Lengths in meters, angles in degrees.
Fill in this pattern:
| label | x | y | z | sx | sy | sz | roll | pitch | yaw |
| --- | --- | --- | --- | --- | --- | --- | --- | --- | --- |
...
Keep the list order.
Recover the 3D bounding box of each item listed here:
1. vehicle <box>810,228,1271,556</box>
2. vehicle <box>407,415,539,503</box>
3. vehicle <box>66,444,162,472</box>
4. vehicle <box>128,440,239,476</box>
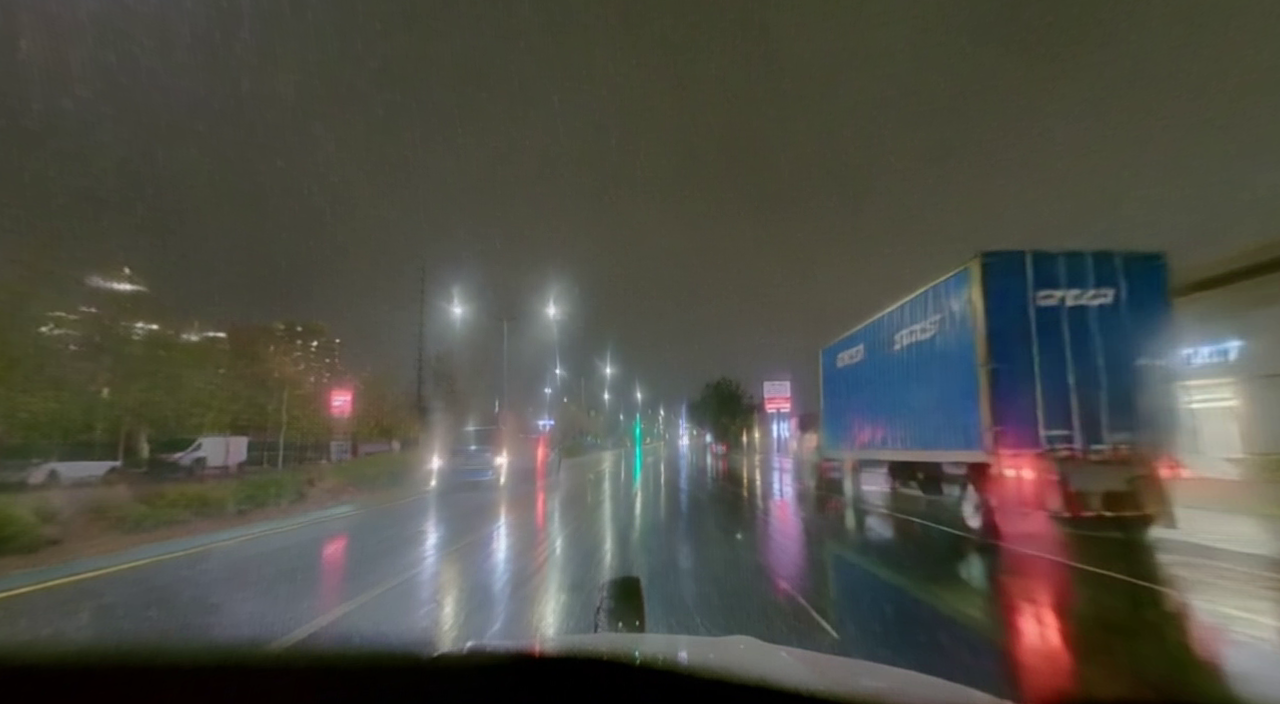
| label | x | y | z | sx | sy | sz | roll | pitch | yaw |
| --- | --- | --- | --- | --- | --- | --- | --- | --- | --- |
| vehicle | 6.090 | 1.079 | 12.267 | 2.981 | 4.106 | 8.794 | 0 | -9 | 0 |
| vehicle | -4.439 | 2.979 | 18.002 | 2.270 | 2.068 | 5.865 | 0 | -9 | -1 |
| vehicle | -36.723 | 7.420 | 44.244 | 2.063 | 1.795 | 4.576 | -8 | -12 | 29 |
| vehicle | -28.822 | 6.747 | 40.038 | 5.368 | 2.121 | 1.960 | 8 | -14 | -36 |
